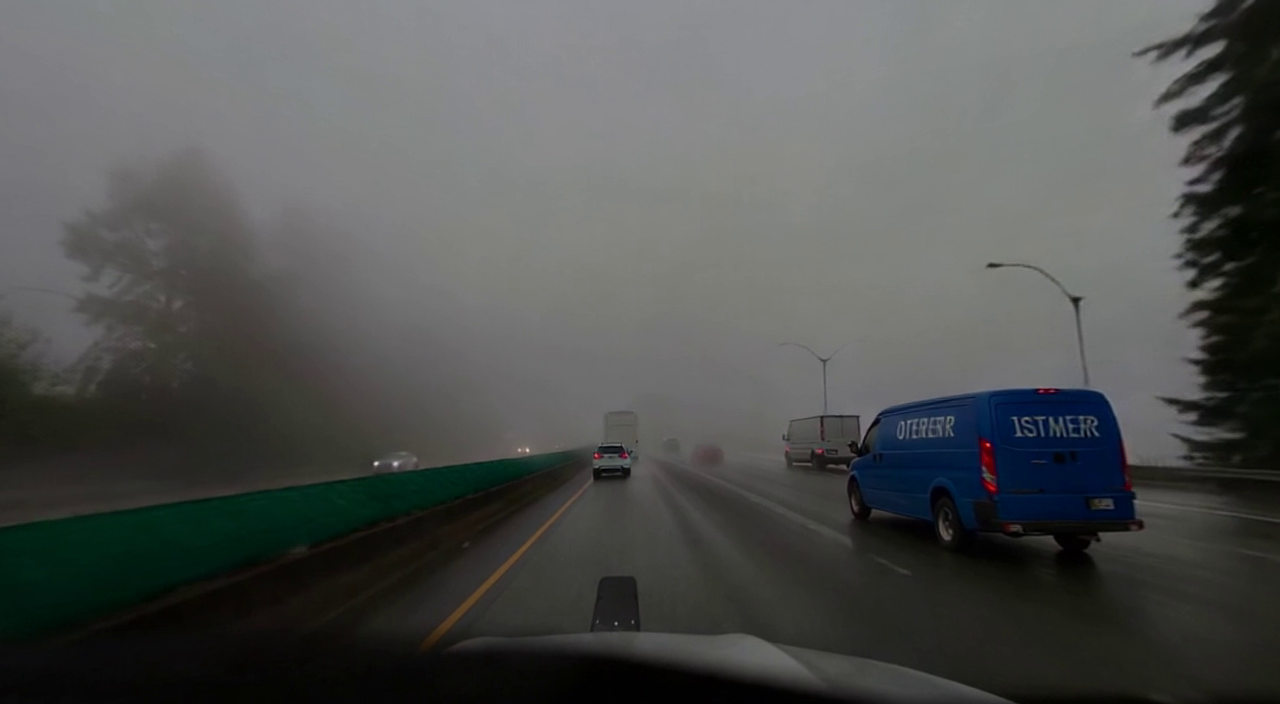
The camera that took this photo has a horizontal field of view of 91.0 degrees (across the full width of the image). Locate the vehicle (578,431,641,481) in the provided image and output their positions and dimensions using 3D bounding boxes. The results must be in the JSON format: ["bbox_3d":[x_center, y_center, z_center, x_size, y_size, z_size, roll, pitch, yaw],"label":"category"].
[{"bbox_3d":[-1.066,3.728,22.784,2.100,1.636,3.620,0,-8,-2],"label":"vehicle"}]

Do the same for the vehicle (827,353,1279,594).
[{"bbox_3d":[4.342,1.367,7.908,2.223,2.008,5.121,0,-8,-2],"label":"vehicle"}]

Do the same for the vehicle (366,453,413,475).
[{"bbox_3d":[-19.123,8.553,48.273,1.811,1.456,4.313,0,-8,0],"label":"vehicle"}]
